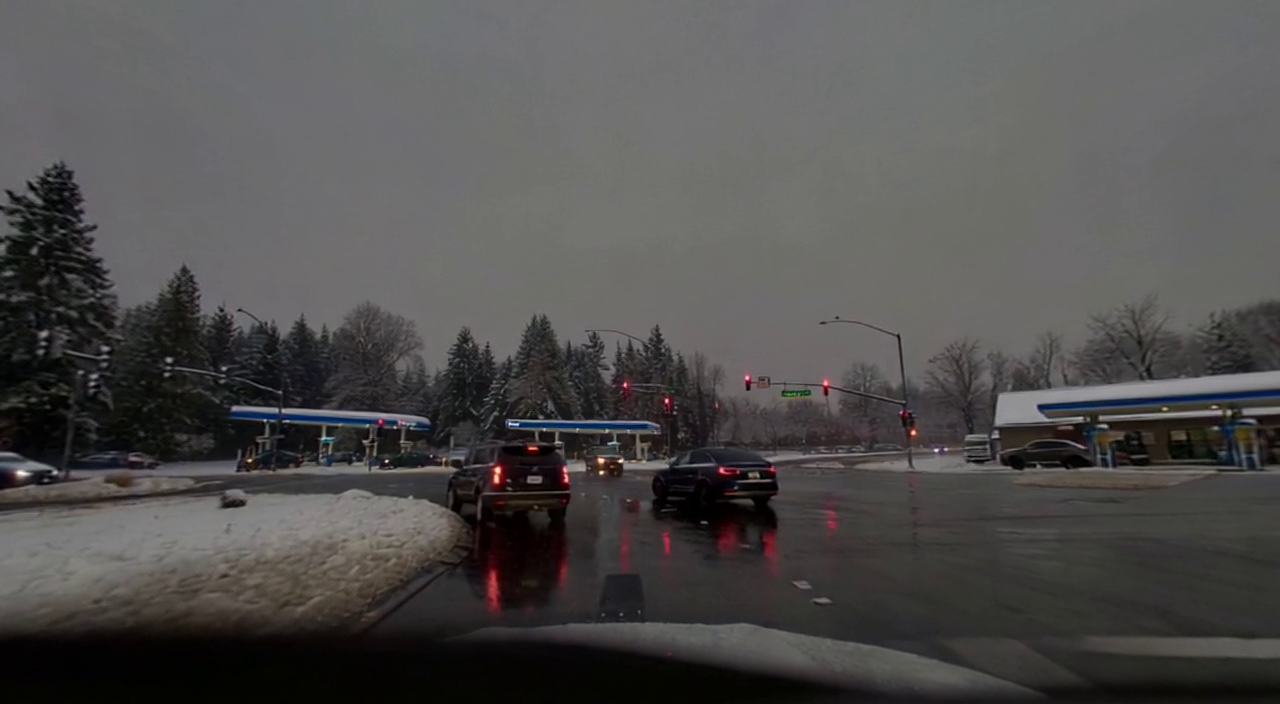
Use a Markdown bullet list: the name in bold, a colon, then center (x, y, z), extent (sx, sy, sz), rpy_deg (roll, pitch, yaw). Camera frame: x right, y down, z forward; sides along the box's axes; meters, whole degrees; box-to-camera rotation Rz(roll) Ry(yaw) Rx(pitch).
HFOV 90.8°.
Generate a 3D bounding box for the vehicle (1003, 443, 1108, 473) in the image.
- **vehicle**: center (25.916, 6.618, 39.615), extent (4.952, 1.745, 2.184), rpy_deg (-2, -9, 15)

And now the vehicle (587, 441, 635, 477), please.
- **vehicle**: center (-1.645, 5.816, 34.598), extent (2.016, 1.828, 4.503), rpy_deg (1, -9, -11)

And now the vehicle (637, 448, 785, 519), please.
- **vehicle**: center (1.544, 3.131, 15.761), extent (1.965, 1.460, 4.581), rpy_deg (2, -9, -17)

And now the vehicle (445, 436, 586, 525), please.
- **vehicle**: center (-3.138, 2.922, 15.040), extent (2.351, 1.733, 4.616), rpy_deg (3, -9, -23)
